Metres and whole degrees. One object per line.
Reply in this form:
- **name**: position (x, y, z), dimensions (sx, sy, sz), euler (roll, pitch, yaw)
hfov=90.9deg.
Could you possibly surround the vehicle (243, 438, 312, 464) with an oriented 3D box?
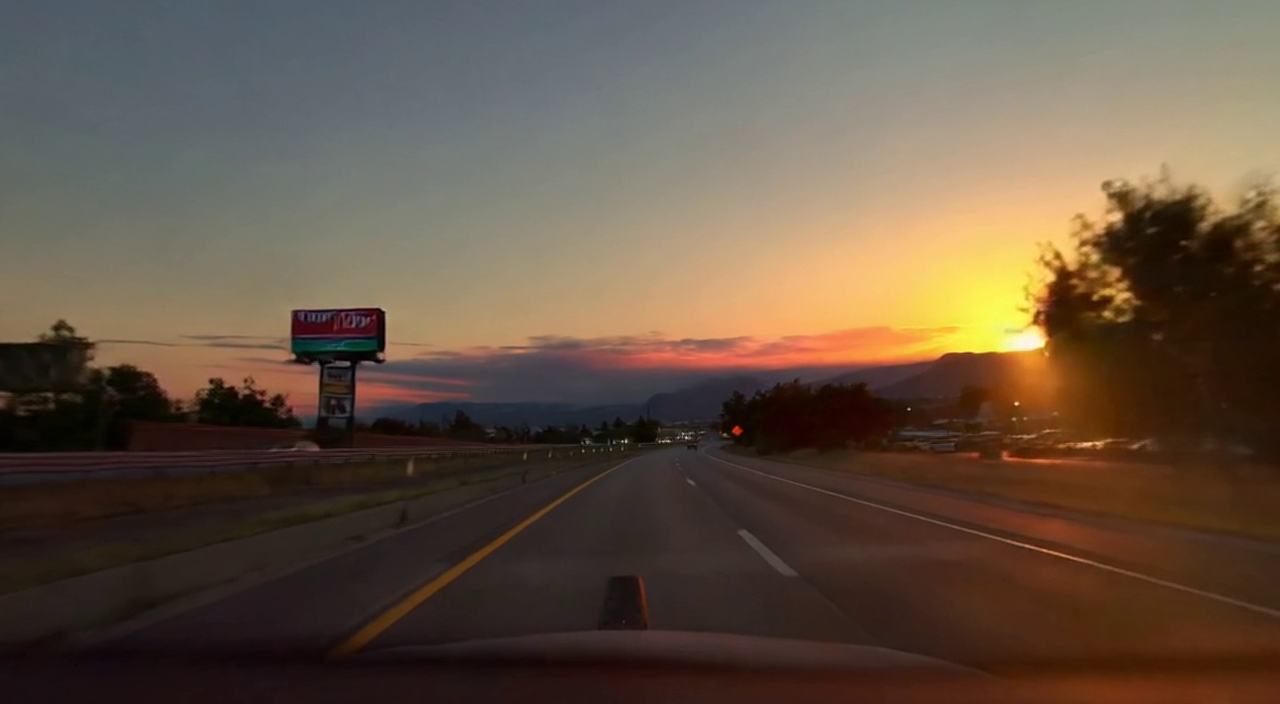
- **vehicle**: position (-26.906, 7.380, 46.989), dimensions (2.105, 1.813, 5.077), euler (0, -8, 0)
